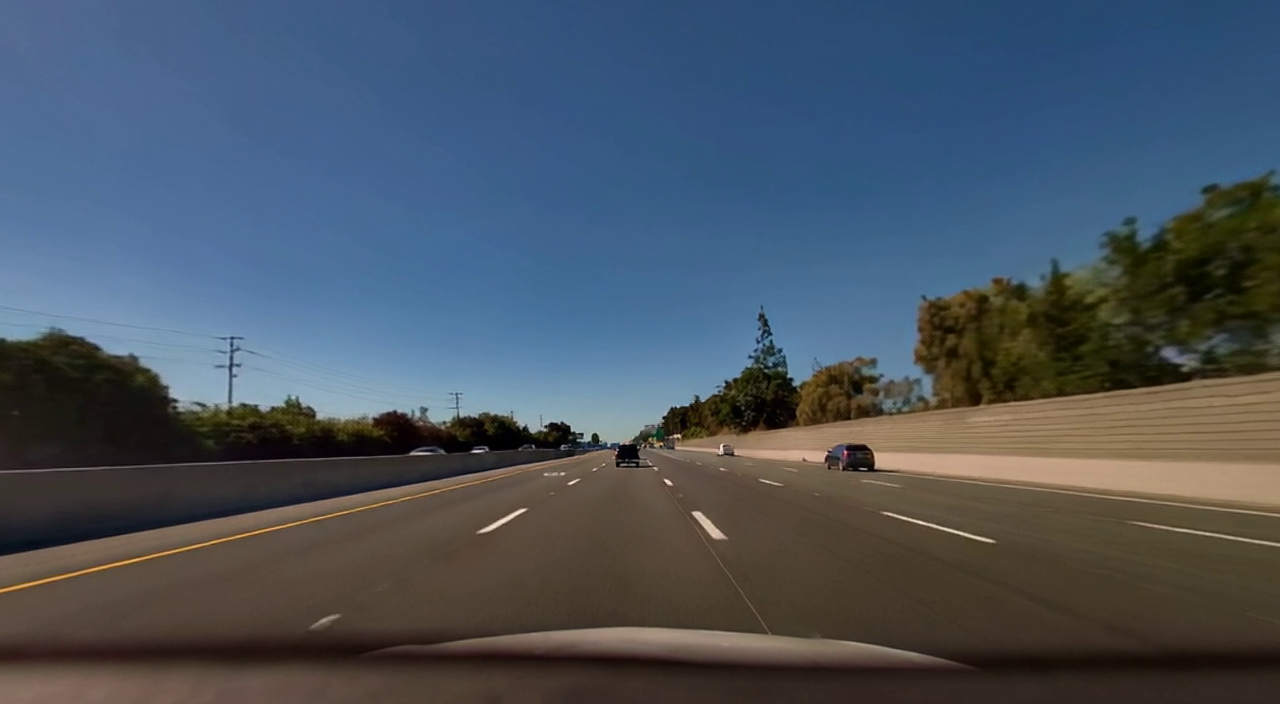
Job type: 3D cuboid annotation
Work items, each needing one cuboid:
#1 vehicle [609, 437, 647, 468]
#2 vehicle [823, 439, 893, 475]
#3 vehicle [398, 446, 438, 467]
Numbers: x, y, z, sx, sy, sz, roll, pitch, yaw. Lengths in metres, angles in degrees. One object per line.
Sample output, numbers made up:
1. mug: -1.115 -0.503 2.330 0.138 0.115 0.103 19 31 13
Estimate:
1. vehicle: -0.726 6.066 38.168 2.121 1.739 4.087 0 -8 -1
2. vehicle: 11.099 5.355 32.462 1.912 1.673 4.438 0 -8 -1
3. vehicle: -14.915 7.027 42.652 1.486 1.365 3.227 0 -8 1
